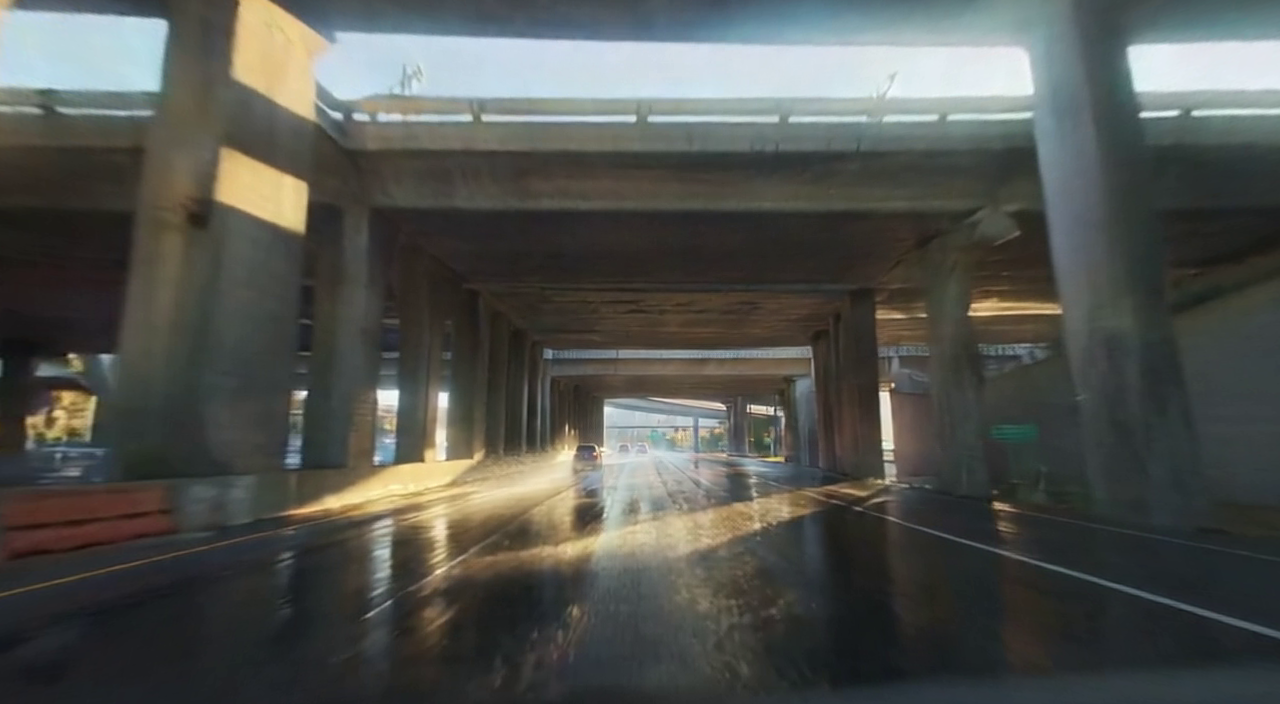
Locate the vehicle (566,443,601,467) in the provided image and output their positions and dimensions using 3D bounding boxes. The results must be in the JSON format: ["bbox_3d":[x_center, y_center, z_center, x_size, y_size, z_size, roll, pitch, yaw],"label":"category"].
[{"bbox_3d":[-3.820,7.038,43.302,1.954,1.528,4.010,0,-9,1],"label":"vehicle"}]
